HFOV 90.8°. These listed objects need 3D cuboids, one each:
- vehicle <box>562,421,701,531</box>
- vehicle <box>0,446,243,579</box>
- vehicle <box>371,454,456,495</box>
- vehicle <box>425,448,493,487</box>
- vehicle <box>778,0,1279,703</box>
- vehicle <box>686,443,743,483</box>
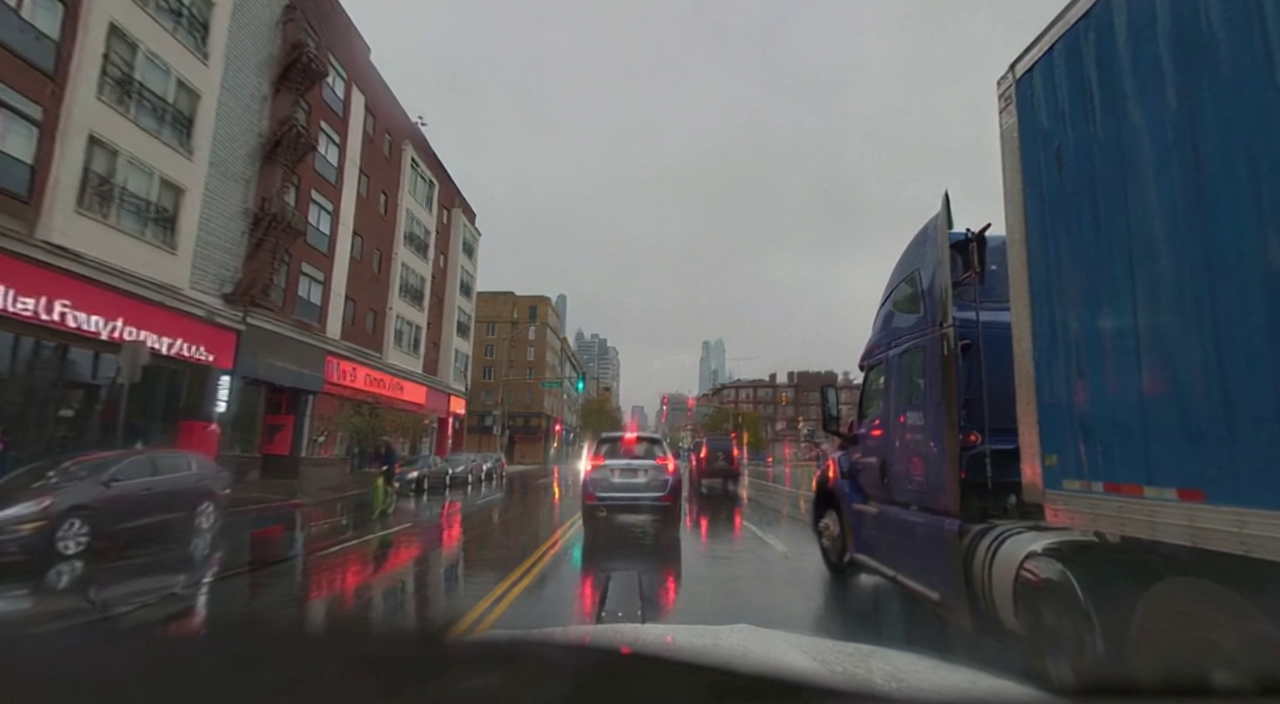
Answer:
[{"bbox_3d":[-0.148,2.375,12.708,2.283,1.783,4.548,0,-8,0],"label":"vehicle"},{"bbox_3d":[-8.839,2.374,10.256,1.896,1.652,4.269,0,-8,1],"label":"vehicle"},{"bbox_3d":[-8.698,4.715,24.665,1.805,1.379,4.359,0,-8,-1],"label":"vehicle"},{"bbox_3d":[-8.711,5.554,30.785,2.084,1.686,4.422,0,-8,-1],"label":"vehicle"},{"bbox_3d":[3.028,-0.013,2.406,2.913,3.771,9.716,0,-8,1],"label":"vehicle"},{"bbox_3d":[3.437,5.200,29.961,2.159,1.696,4.316,0,-8,0],"label":"vehicle"}]
